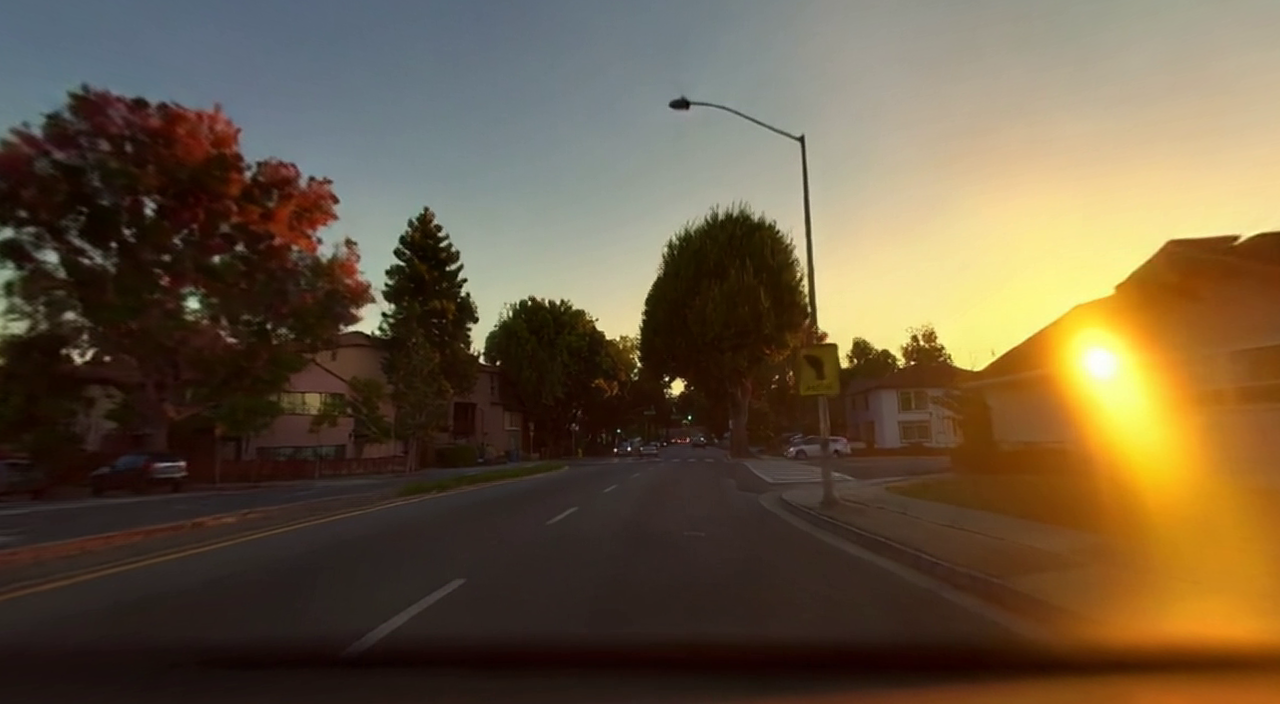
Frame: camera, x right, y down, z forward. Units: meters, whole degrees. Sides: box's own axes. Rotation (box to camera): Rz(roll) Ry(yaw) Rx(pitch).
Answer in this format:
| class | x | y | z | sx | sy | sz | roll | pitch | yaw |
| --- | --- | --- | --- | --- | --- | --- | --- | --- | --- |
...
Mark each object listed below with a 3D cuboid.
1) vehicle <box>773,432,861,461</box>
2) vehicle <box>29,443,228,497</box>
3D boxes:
| class | x | y | z | sx | sy | sz | roll | pitch | yaw |
| --- | --- | --- | --- | --- | --- | --- | --- | --- | --- |
| vehicle | 10.935 | 5.830 | 38.990 | 4.906 | 1.729 | 2.414 | -4 | -9 | 23 |
| vehicle | -21.272 | 4.901 | 26.607 | 5.938 | 2.098 | 2.333 | 2 | -9 | -12 |
